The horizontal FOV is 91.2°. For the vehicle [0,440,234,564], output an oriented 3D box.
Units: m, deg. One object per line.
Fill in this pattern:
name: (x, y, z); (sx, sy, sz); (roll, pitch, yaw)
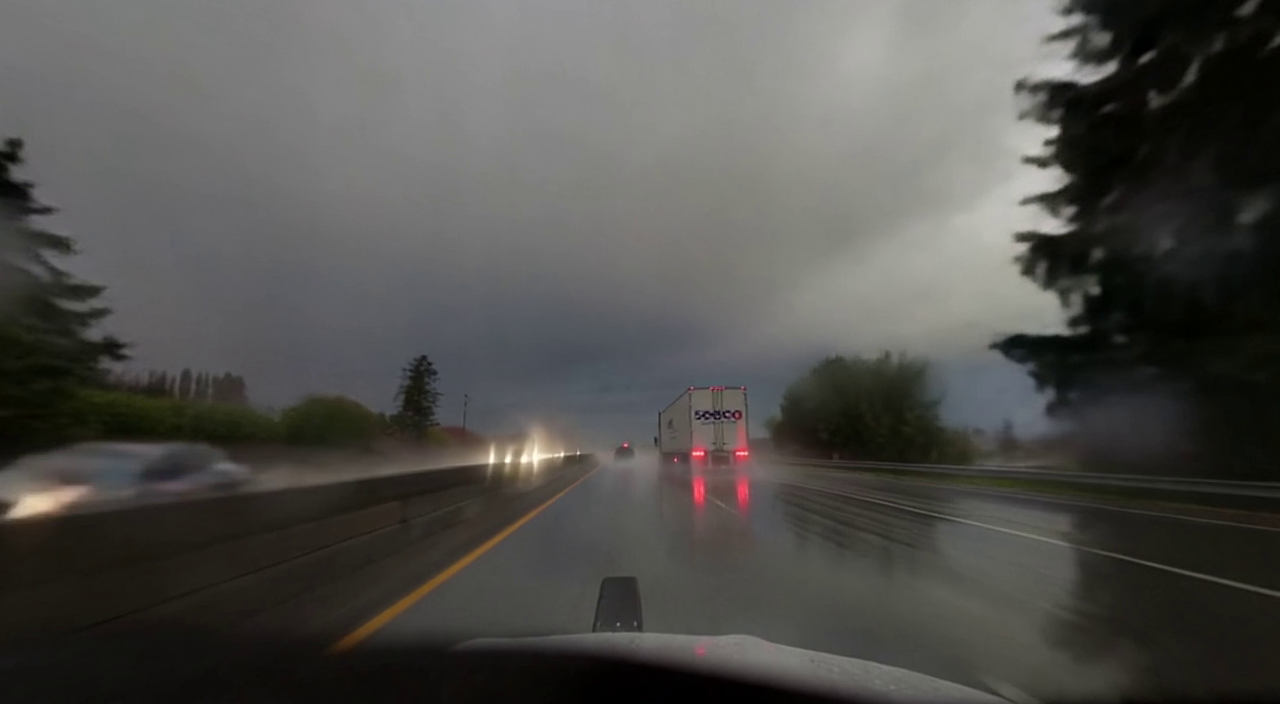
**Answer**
vehicle: (-9.066, 2.222, 10.066); (1.957, 1.538, 4.733); (0, -9, -1)

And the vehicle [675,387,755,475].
vehicle: (3.602, 4.192, 32.633); (2.892, 3.928, 8.380); (0, -9, -1)
